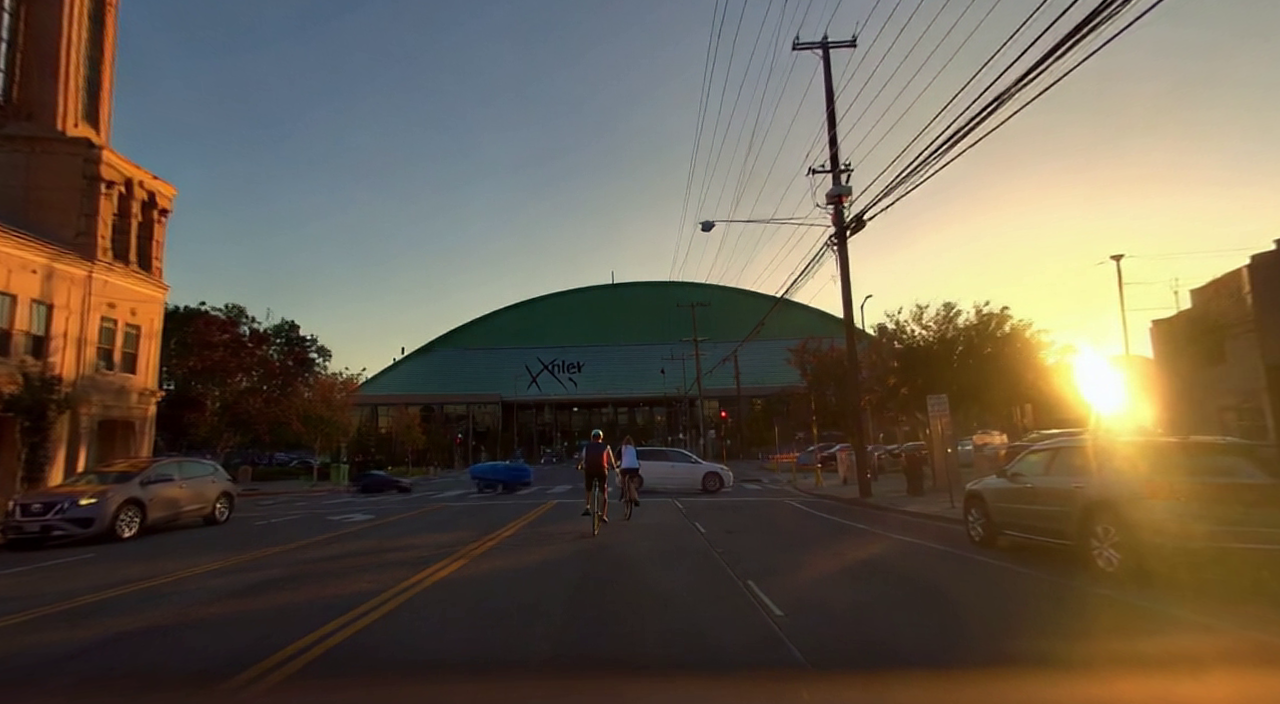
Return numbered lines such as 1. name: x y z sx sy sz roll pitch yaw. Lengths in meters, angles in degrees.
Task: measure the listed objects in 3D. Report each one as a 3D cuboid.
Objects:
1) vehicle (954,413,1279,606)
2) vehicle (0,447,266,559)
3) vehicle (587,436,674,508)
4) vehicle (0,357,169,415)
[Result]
1. vehicle: 5.825 1.703 7.712 1.873 1.714 3.979 0 -8 -1
2. vehicle: -10.224 2.871 12.974 2.075 1.816 4.900 0 -8 -1
3. vehicle: -0.202 3.317 17.966 2.190 1.783 4.048 0 -8 1
4. vehicle: -17.098 1.090 19.445 3.685 1.584 1.708 1 -9 -3
